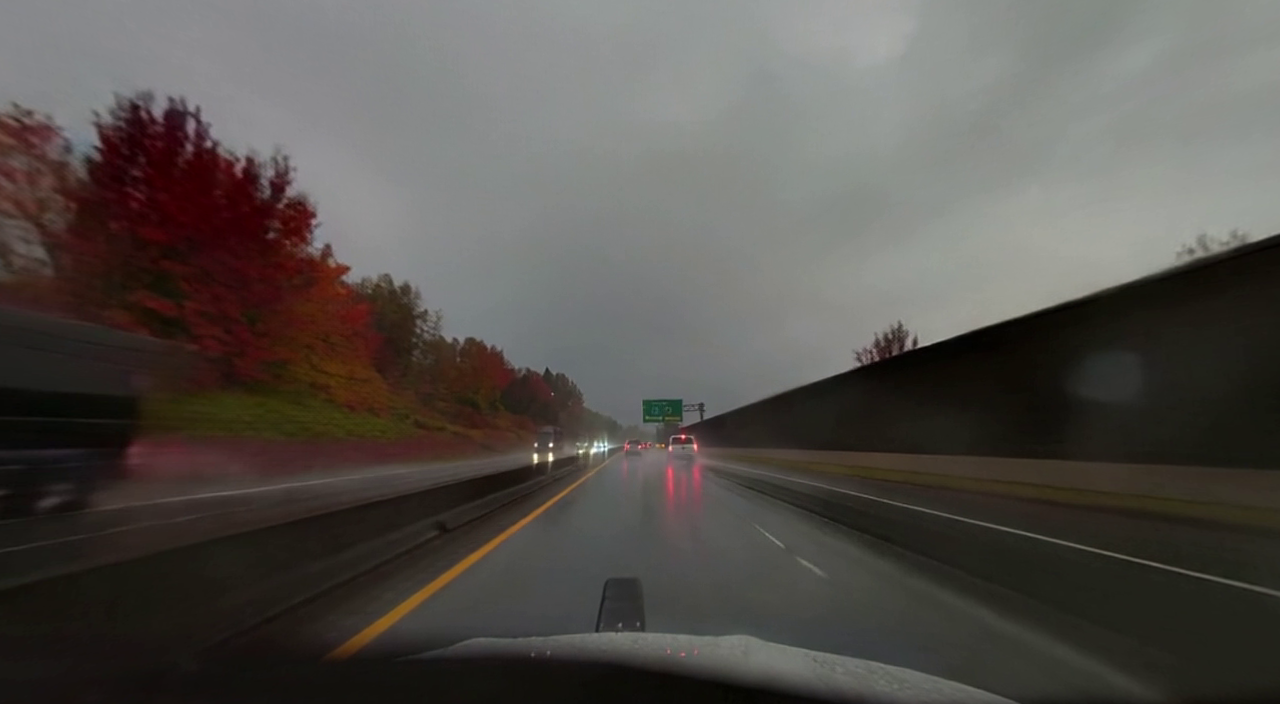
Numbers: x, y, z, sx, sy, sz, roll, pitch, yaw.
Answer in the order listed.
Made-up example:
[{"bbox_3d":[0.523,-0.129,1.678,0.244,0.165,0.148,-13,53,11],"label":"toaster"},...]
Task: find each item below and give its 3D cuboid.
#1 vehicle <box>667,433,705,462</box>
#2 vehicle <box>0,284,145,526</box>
[{"bbox_3d":[3.442,7.219,47.721,2.393,2.072,4.958,0,-8,-1],"label":"vehicle"},{"bbox_3d":[-12.153,0.276,6.411,2.937,4.007,14.048,0,-8,0],"label":"vehicle"}]
